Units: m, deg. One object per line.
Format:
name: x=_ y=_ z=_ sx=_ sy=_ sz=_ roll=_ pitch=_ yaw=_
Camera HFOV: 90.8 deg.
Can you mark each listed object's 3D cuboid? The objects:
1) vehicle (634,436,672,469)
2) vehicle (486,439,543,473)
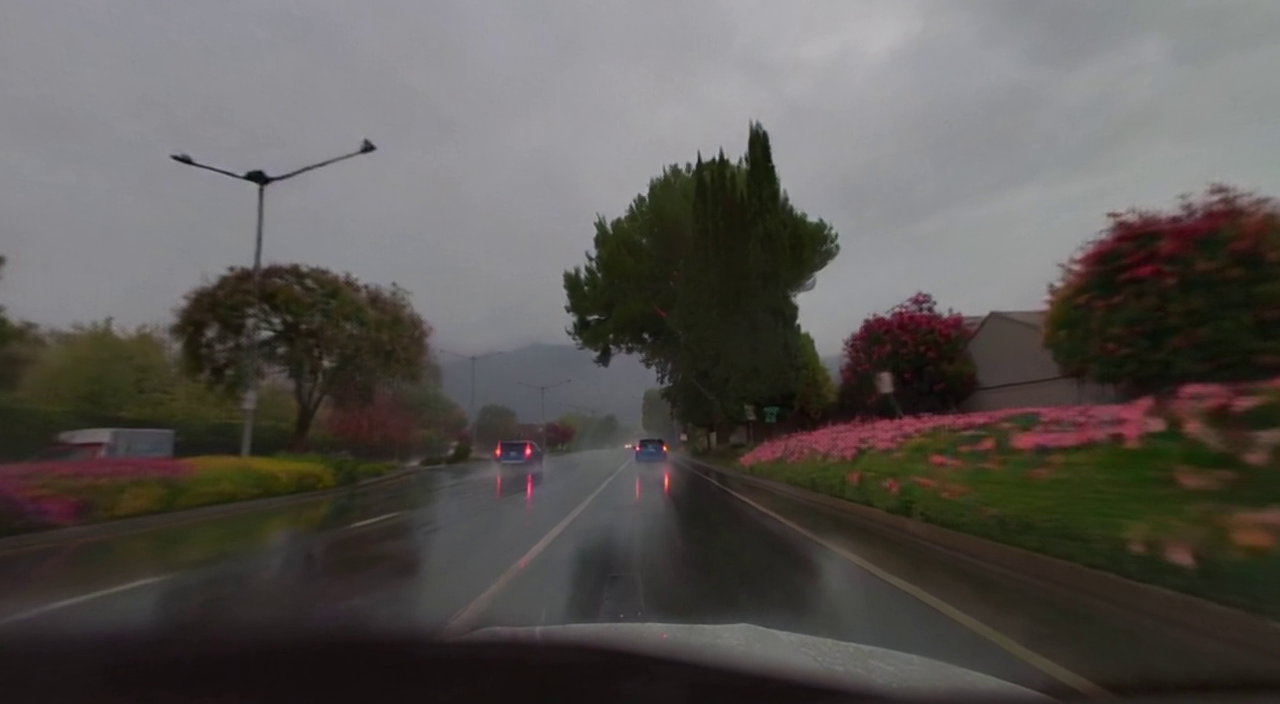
vehicle: x=0.732 y=5.904 z=37.316 sx=2.070 sy=1.764 sz=4.552 roll=0 pitch=-8 yaw=0
vehicle: x=-6.523 y=5.443 z=33.270 sx=1.993 sy=1.657 sz=4.487 roll=0 pitch=-8 yaw=1
